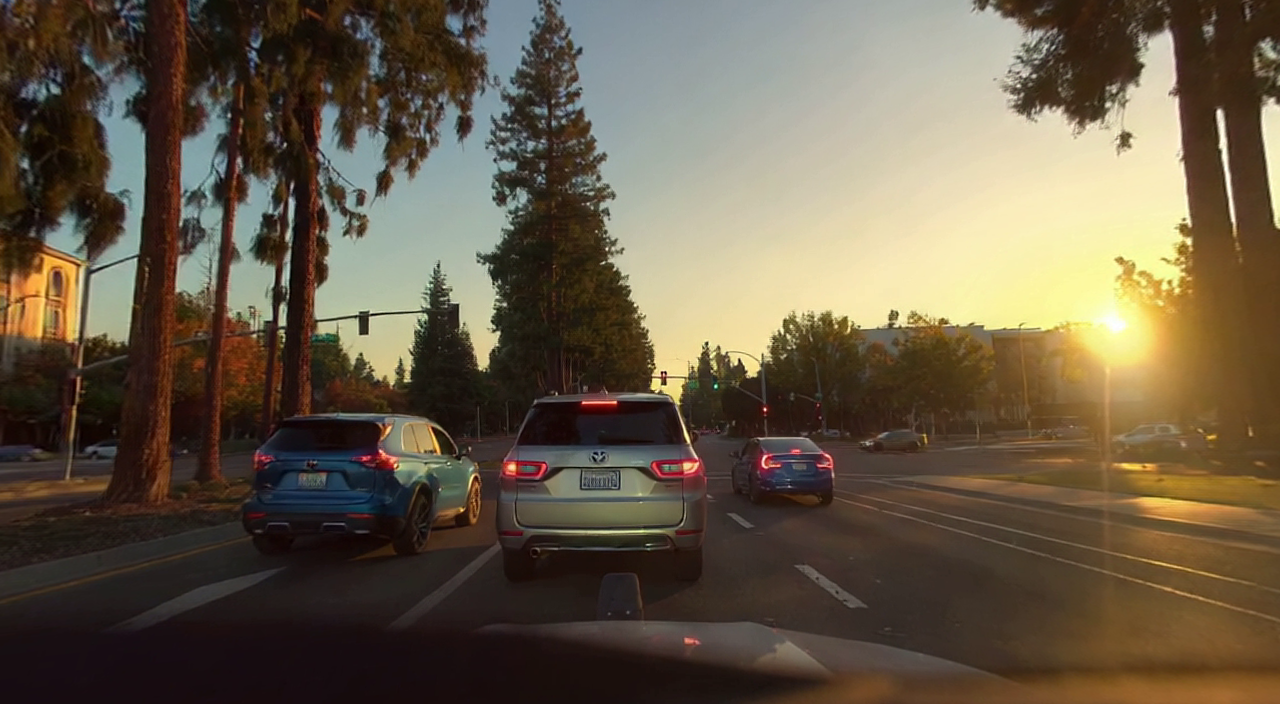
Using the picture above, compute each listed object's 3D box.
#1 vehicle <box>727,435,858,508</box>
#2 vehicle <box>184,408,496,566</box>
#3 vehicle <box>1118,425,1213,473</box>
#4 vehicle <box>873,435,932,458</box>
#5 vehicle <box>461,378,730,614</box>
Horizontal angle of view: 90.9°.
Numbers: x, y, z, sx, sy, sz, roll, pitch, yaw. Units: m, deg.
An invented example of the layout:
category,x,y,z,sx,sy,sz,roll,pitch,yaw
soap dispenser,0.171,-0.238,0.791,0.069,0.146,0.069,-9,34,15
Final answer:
category,x,y,z,sx,sy,sz,roll,pitch,yaw
vehicle,3.429,2.774,15.130,2.121,1.494,4.208,0,-8,0
vehicle,-3.724,1.775,9.052,2.160,1.666,4.583,0,-8,1
vehicle,19.257,3.524,23.027,4.215,1.578,1.892,8,-11,-41
vehicle,19.988,7.198,47.924,4.361,1.653,2.034,6,-10,-35
vehicle,-0.340,1.429,7.108,2.064,1.817,4.298,0,-8,0
